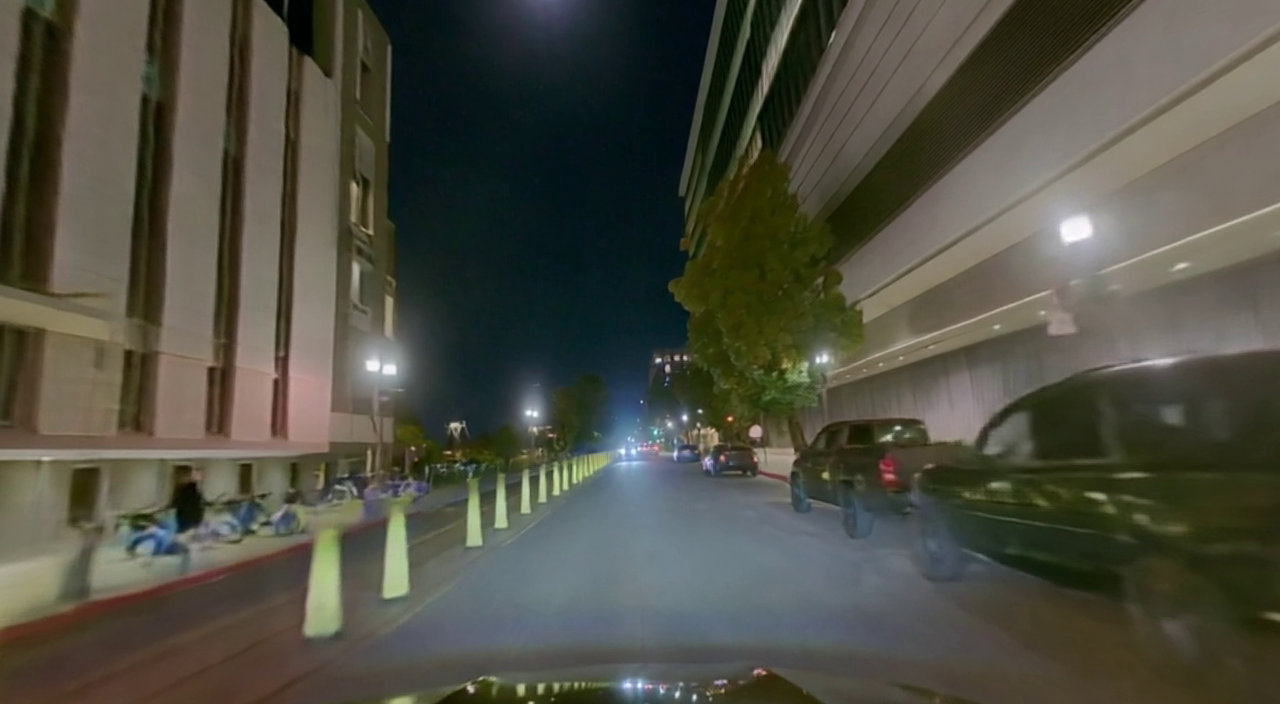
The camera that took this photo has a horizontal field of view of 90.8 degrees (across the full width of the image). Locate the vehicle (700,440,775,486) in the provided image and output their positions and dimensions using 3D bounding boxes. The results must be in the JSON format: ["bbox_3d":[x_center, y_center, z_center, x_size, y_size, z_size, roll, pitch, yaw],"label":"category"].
[{"bbox_3d":[3.405,3.972,23.057,1.963,1.445,4.948,-1,-8,1],"label":"vehicle"}]

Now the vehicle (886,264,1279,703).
[{"bbox_3d":[3.512,0.814,3.778,2.127,1.864,4.892,-1,-9,1],"label":"vehicle"}]
